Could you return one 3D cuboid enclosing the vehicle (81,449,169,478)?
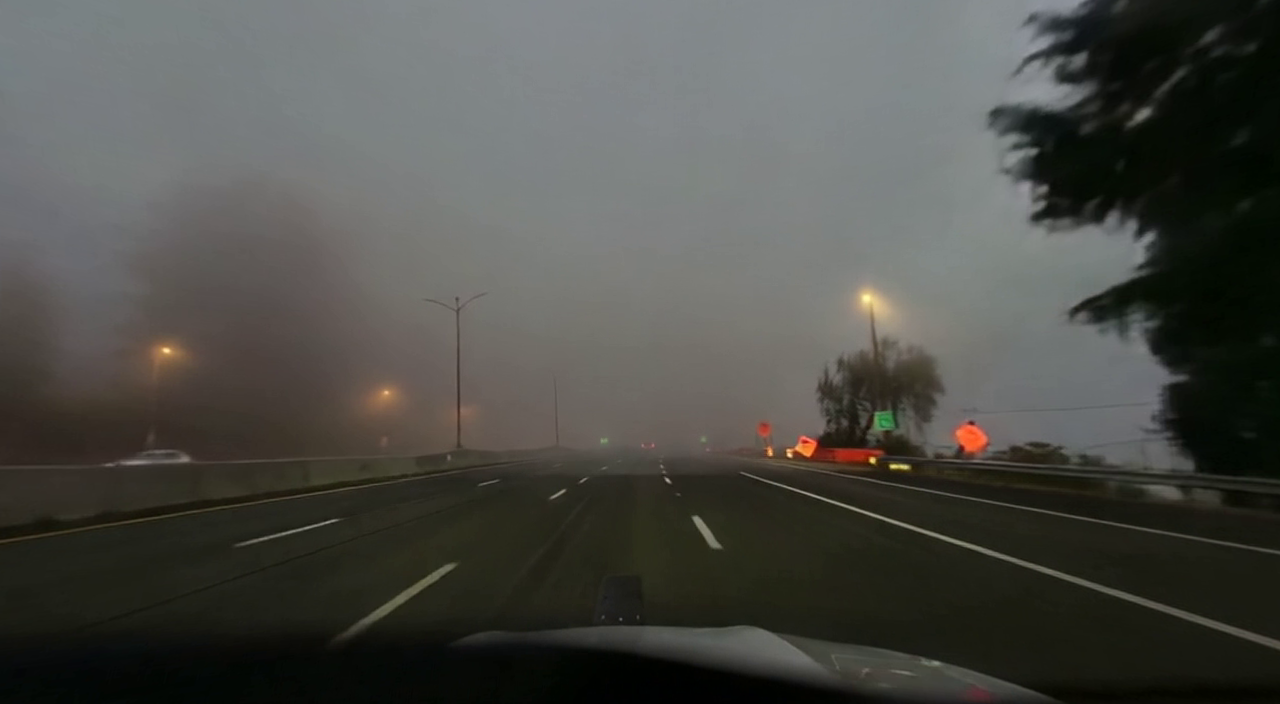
[{"bbox_3d":[-29.804,6.452,36.610,1.707,1.538,3.841,0,-9,3],"label":"vehicle"}]
